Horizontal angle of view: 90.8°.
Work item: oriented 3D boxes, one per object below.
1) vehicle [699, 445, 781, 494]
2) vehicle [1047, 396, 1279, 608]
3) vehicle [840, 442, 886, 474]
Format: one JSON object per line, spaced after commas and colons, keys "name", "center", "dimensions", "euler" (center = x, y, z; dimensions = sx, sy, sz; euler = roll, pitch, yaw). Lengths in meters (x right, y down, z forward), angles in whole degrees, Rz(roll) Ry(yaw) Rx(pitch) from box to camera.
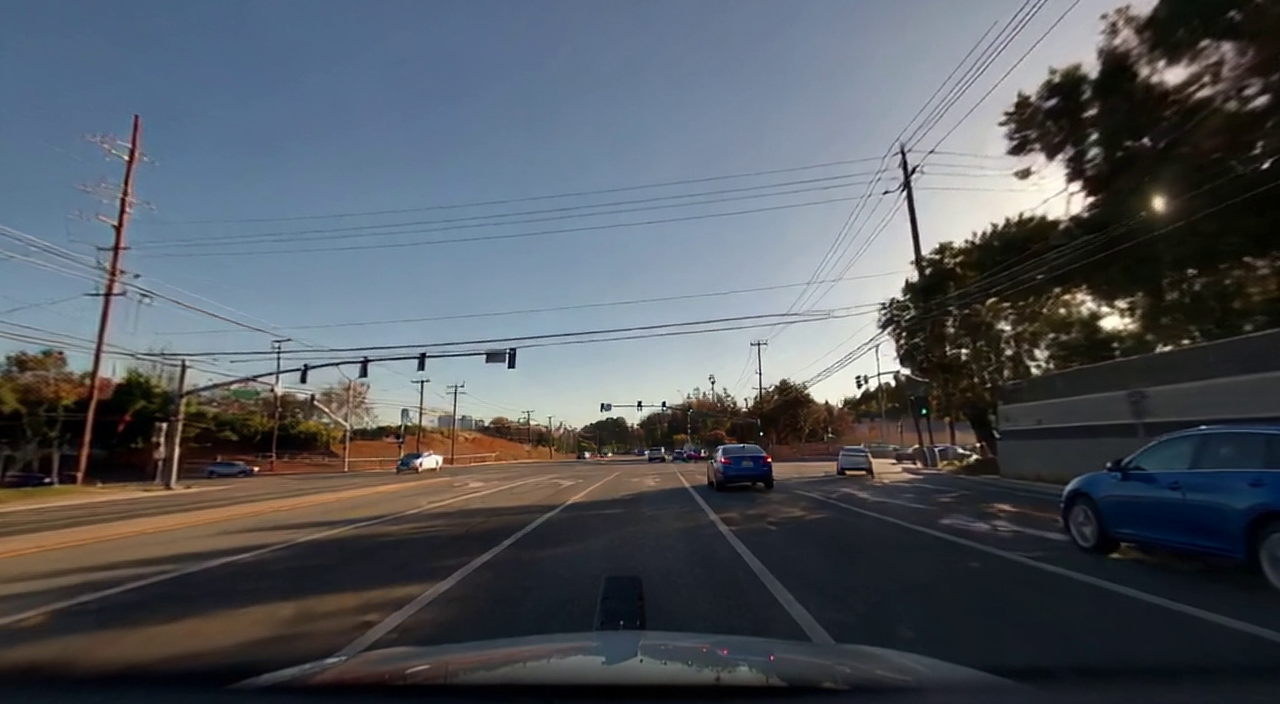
{"name": "vehicle", "center": [3.257, 3.909, 21.472], "dimensions": [2.035, 1.460, 4.392], "euler": [0, -8, -1]}
{"name": "vehicle", "center": [6.488, 1.401, 6.212], "dimensions": [2.029, 1.795, 4.371], "euler": [0, -8, 0]}
{"name": "vehicle", "center": [13.169, 6.264, 37.537], "dimensions": [1.949, 1.758, 4.215], "euler": [-2, -8, 11]}
